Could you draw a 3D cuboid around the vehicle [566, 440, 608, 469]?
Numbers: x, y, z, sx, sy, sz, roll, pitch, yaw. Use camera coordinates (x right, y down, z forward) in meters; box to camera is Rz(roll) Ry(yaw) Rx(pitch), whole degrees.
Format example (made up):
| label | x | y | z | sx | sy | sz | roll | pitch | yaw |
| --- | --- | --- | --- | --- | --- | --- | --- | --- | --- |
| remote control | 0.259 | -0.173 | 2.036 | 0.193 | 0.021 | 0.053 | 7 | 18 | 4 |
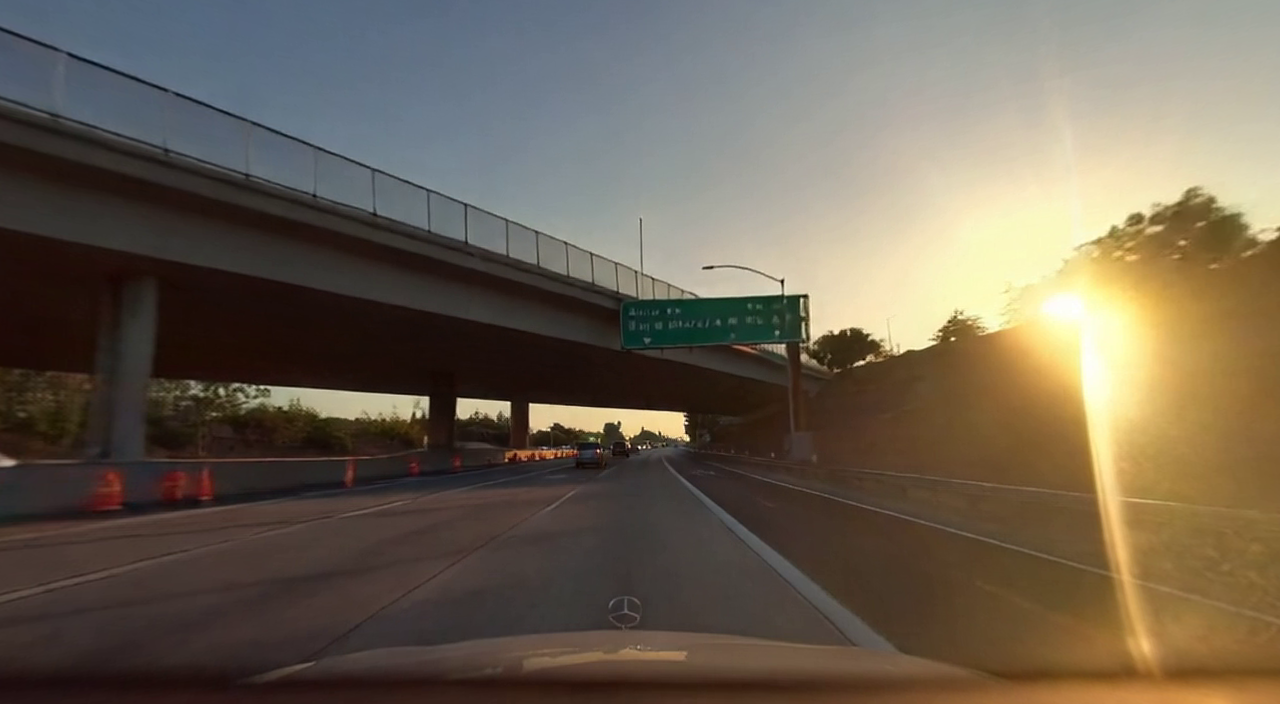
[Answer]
| label | x | y | z | sx | sy | sz | roll | pitch | yaw |
| --- | --- | --- | --- | --- | --- | --- | --- | --- | --- |
| vehicle | -3.087 | 6.121 | 37.610 | 2.078 | 1.629 | 4.059 | 0 | -8 | 1 |
